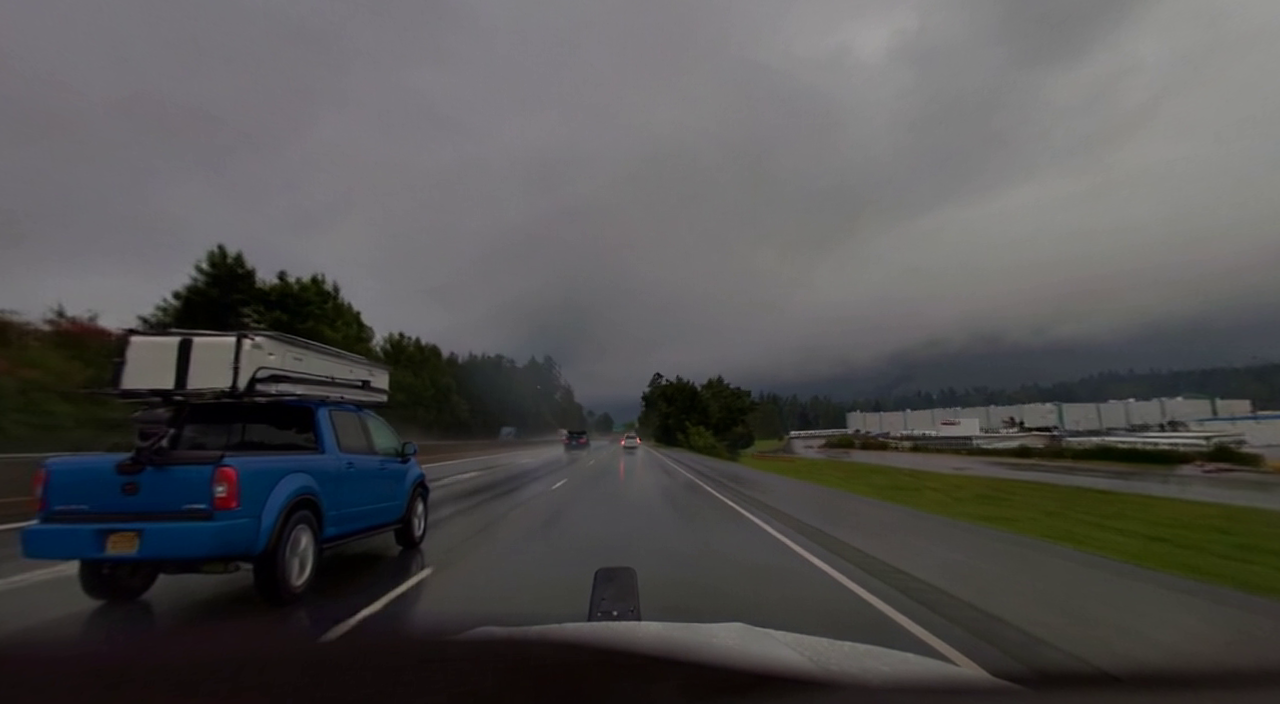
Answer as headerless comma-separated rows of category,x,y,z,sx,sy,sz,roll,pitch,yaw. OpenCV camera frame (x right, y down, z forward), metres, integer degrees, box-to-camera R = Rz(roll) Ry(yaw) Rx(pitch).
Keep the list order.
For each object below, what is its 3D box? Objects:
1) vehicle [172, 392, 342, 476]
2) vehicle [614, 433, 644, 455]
vehicle,-16.983,3.768,28.829,2.817,3.312,7.812,0,-8,0
vehicle,-0.828,6.963,47.825,2.151,1.618,3.898,0,-8,-1
